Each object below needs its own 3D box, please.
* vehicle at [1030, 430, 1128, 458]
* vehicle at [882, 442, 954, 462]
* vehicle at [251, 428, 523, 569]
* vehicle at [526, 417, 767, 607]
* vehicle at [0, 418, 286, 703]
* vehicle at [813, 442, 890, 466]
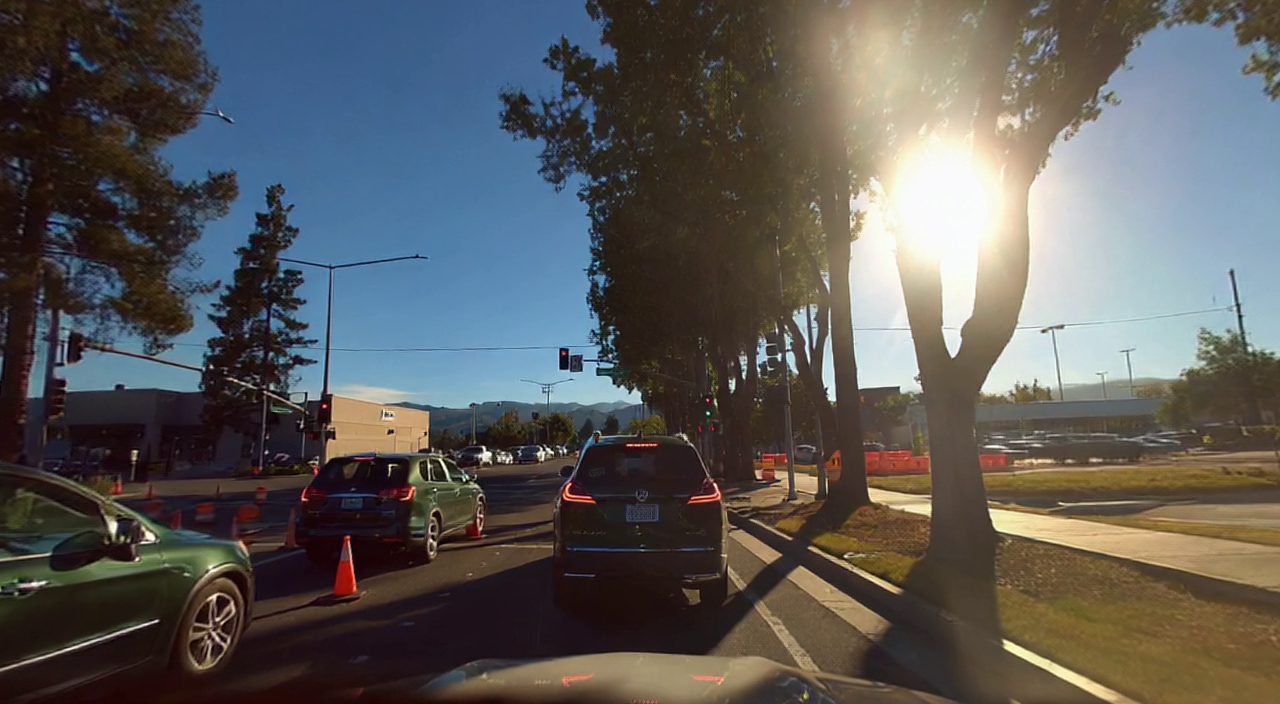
[{"bbox_3d":[28.275,5.947,40.659,4.805,1.688,1.923,0,-9,1],"label":"vehicle"},{"bbox_3d":[20.837,7.507,47.315,4.581,1.480,1.752,0,-9,0],"label":"vehicle"},{"bbox_3d":[-3.290,2.000,9.447,1.989,1.541,4.626,0,-9,2],"label":"vehicle"},{"bbox_3d":[0.096,1.626,7.207,2.021,1.560,3.676,0,-9,1],"label":"vehicle"},{"bbox_3d":[-3.604,0.953,2.143,1.964,1.497,4.722,0,-9,1],"label":"vehicle"},{"bbox_3d":[13.759,6.664,41.172,4.463,1.482,1.808,-1,-9,9],"label":"vehicle"}]
